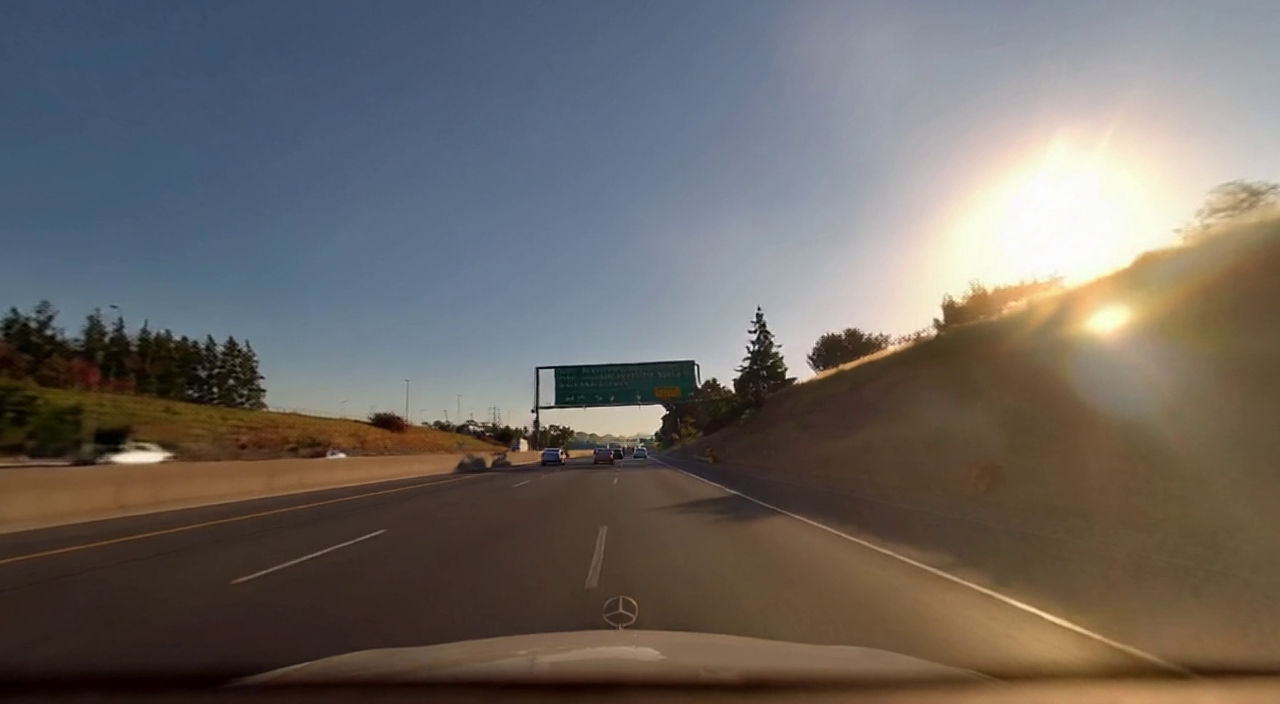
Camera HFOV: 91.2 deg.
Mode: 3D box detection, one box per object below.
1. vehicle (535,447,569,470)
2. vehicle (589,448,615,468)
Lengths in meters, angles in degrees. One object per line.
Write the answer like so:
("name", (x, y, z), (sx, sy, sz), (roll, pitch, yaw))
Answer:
("vehicle", (-6.546, 7.982, 47.143), (2.028, 1.563, 4.734), (0, -9, -1))
("vehicle", (-2.919, 8.262, 49.059), (1.895, 1.482, 3.852), (0, -9, -1))
